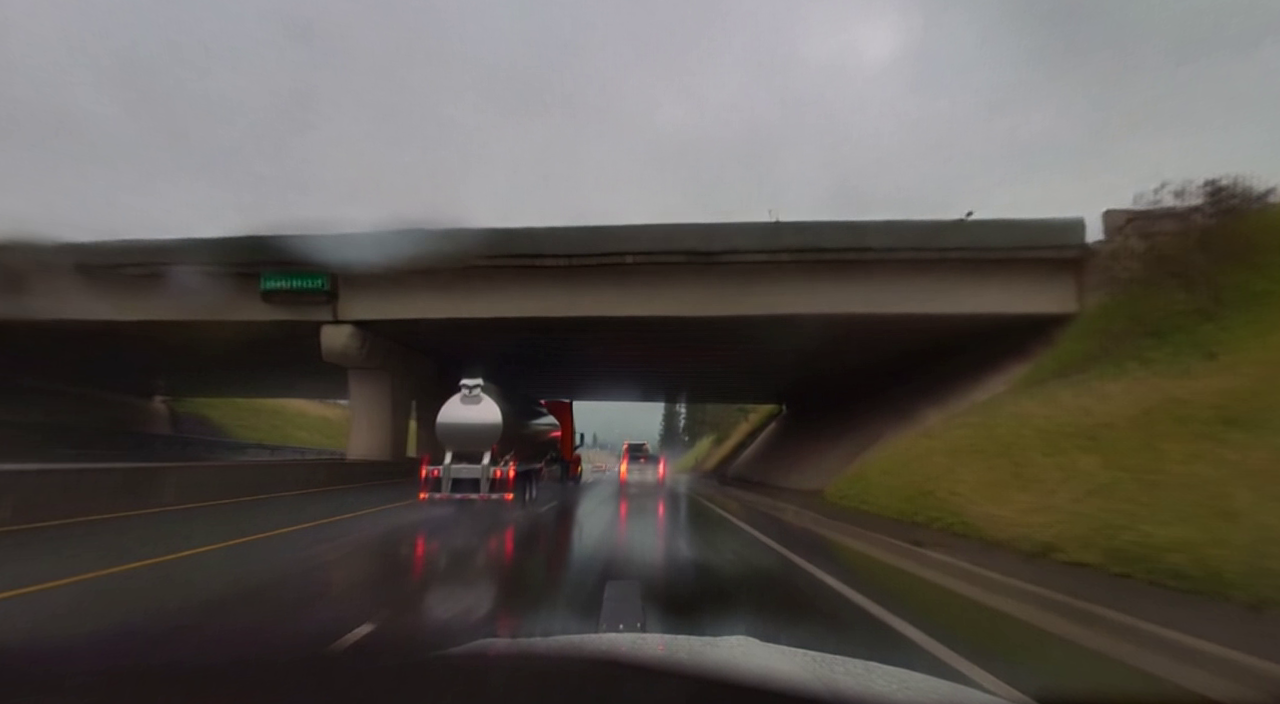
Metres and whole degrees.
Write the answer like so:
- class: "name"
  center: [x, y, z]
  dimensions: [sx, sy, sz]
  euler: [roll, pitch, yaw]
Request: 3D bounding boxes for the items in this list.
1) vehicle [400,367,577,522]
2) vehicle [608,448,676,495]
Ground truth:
- class: "vehicle"
  center: [-4.178, 3.195, 21.864]
  dimensions: [2.896, 3.563, 14.643]
  euler: [0, -9, -1]
- class: "vehicle"
  center: [0.020, 4.208, 22.605]
  dimensions: [2.215, 1.481, 4.246]
  euler: [0, -9, -1]
